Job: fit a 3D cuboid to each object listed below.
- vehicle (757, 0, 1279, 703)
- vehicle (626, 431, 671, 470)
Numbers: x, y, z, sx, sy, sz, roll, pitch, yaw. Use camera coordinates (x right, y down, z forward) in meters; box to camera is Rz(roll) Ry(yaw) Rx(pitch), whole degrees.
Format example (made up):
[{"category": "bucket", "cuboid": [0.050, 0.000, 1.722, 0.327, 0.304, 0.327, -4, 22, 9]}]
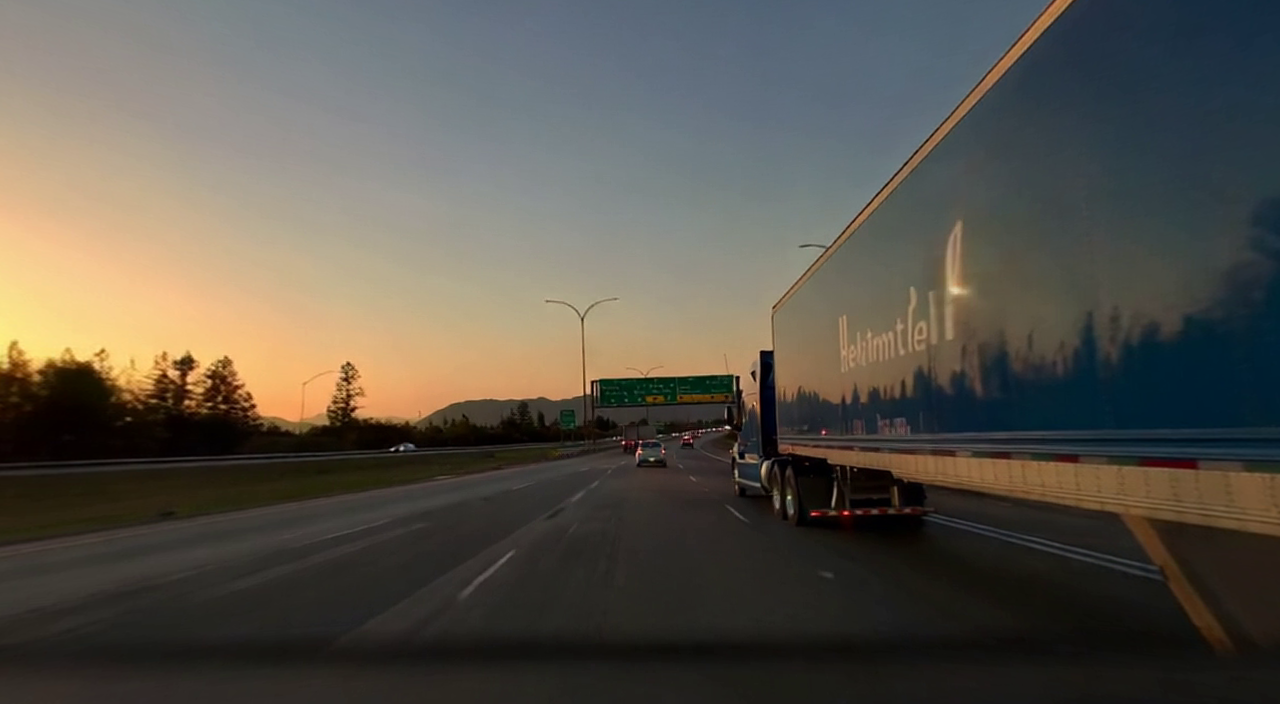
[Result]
[{"category": "vehicle", "cuboid": [4.029, 0.149, 5.728, 3.019, 4.145, 16.453, -1, -8, 1]}, {"category": "vehicle", "cuboid": [0.405, 5.156, 33.051, 2.205, 1.860, 4.301, 0, -8, 0]}]
